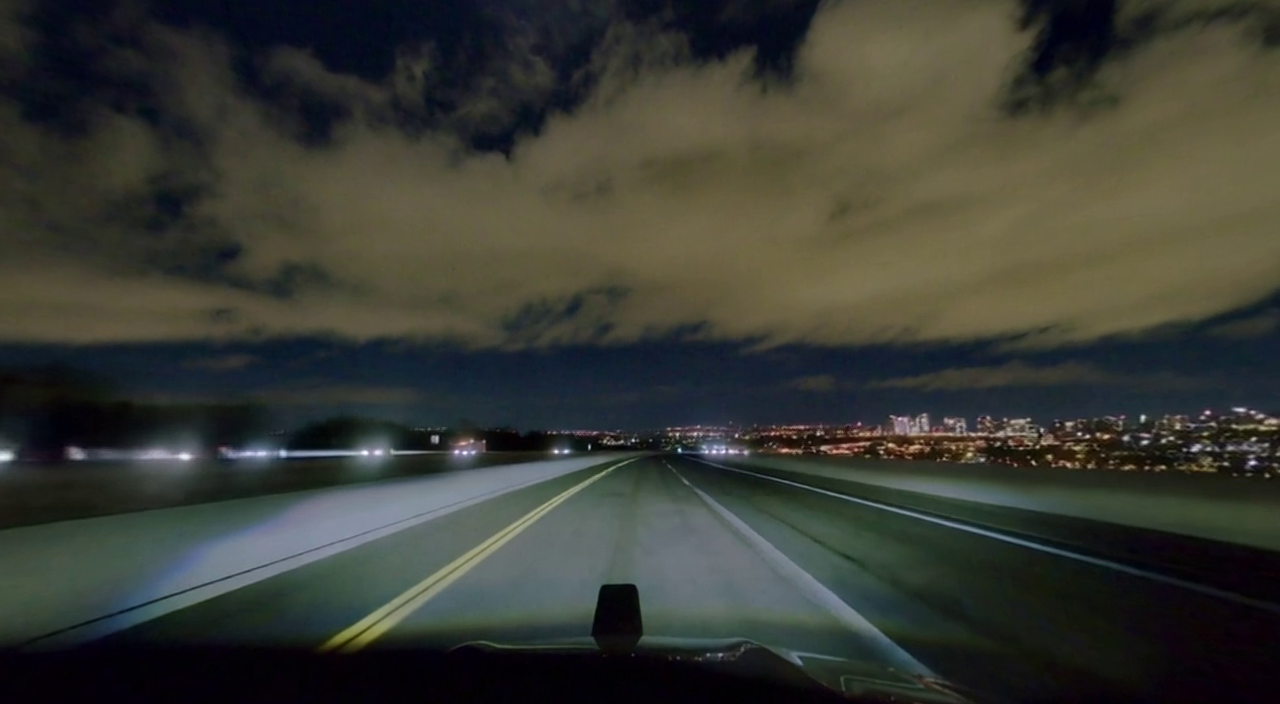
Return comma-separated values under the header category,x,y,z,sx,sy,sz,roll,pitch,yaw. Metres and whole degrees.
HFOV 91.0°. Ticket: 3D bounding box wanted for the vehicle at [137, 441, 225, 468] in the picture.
category,x,y,z,sx,sy,sz,roll,pitch,yaw
vehicle,-26.828,6.006,37.009,1.925,1.473,4.762,1,-8,-5
